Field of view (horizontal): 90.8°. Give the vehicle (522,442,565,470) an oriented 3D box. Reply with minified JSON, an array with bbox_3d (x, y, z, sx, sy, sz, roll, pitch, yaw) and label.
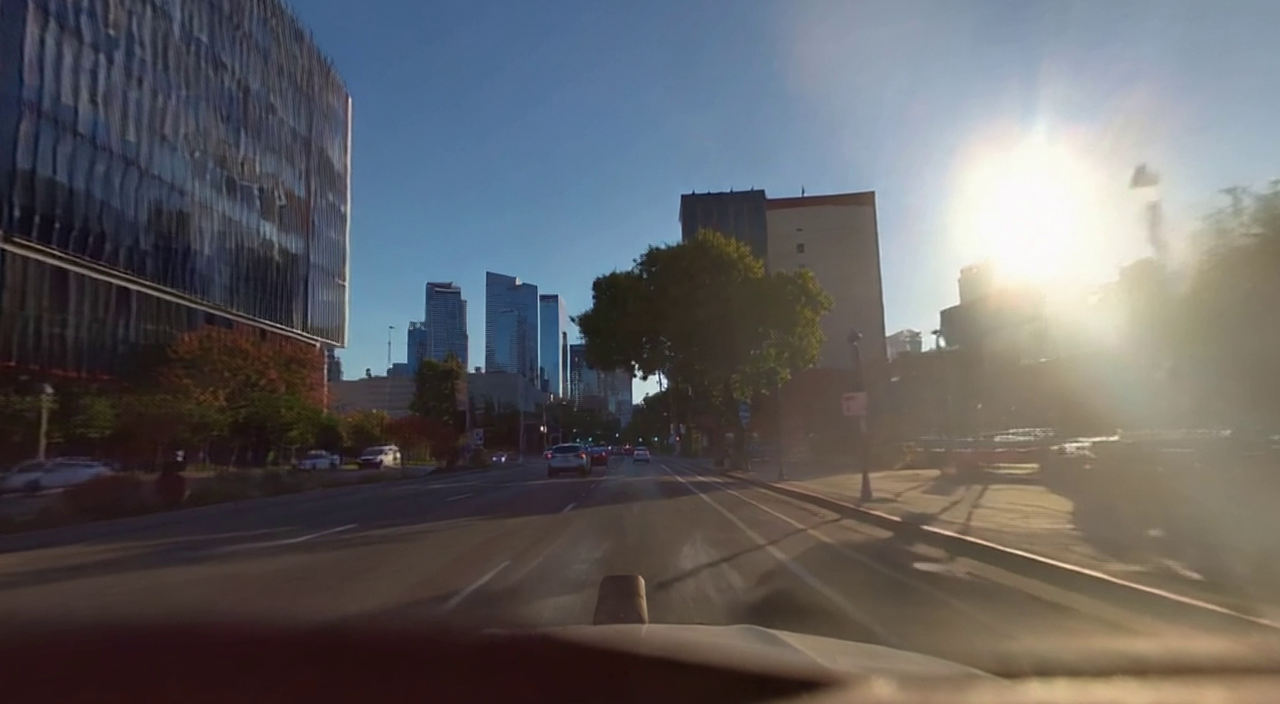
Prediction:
[{"bbox_3d":[-6.738,7.324,44.759,2.224,1.821,4.711,0,-9,1],"label":"vehicle"}]

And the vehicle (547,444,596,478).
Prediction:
[{"bbox_3d":[-3.329,5.370,31.350,1.983,1.545,3.773,0,-9,0],"label":"vehicle"}]

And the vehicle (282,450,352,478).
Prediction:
[{"bbox_3d":[-20.057,6.944,39.454,1.918,1.601,4.610,0,-9,0],"label":"vehicle"}]

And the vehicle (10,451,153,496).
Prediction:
[{"bbox_3d":[-23.615,5.113,27.016,1.855,1.692,4.621,0,-9,0],"label":"vehicle"}]
